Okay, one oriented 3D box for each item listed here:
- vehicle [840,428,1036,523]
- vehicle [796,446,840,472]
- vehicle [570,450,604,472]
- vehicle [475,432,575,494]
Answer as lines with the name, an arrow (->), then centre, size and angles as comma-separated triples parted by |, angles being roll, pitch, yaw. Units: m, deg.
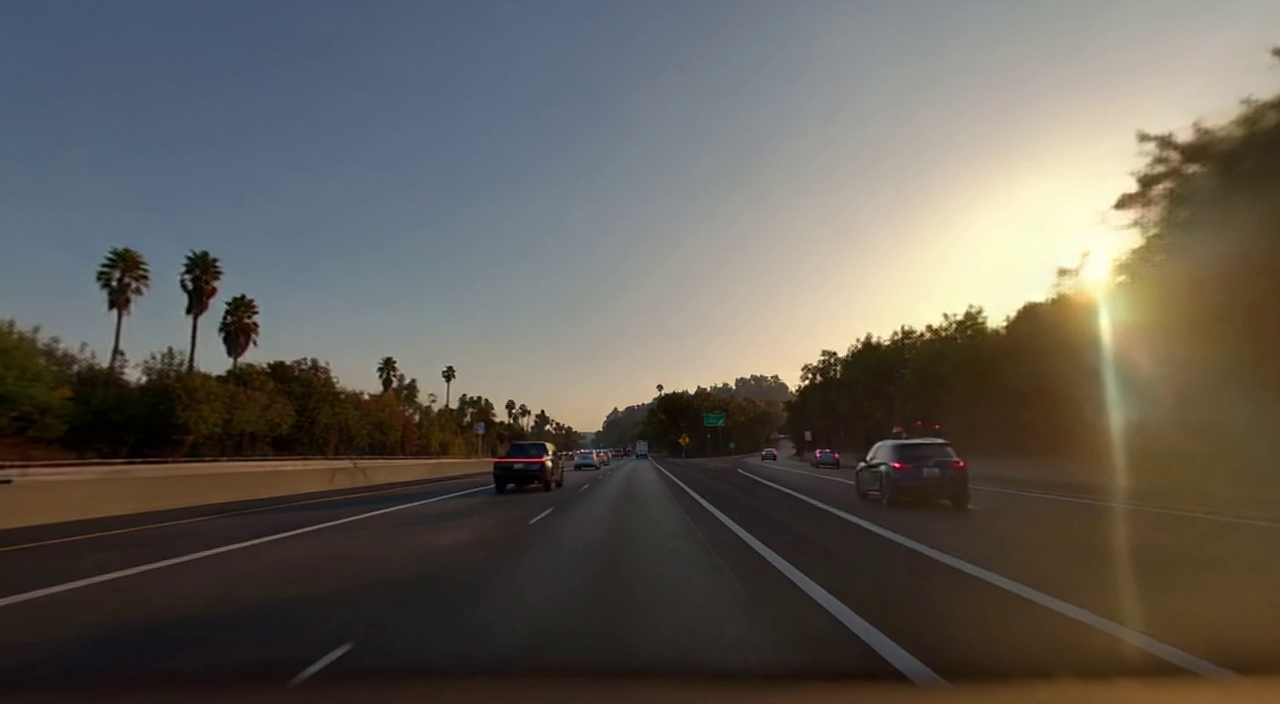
vehicle -> 6.561, 2.785, 14.778 | 2.303, 1.791, 5.247 | -1, -9, 4
vehicle -> 12.999, 7.831, 46.259 | 1.991, 1.755, 4.836 | -1, -9, 3
vehicle -> -3.798, 7.916, 45.884 | 2.052, 1.545, 4.470 | 0, -9, 1
vehicle -> -3.916, 3.936, 22.703 | 2.420, 1.937, 5.916 | 0, -9, 1
